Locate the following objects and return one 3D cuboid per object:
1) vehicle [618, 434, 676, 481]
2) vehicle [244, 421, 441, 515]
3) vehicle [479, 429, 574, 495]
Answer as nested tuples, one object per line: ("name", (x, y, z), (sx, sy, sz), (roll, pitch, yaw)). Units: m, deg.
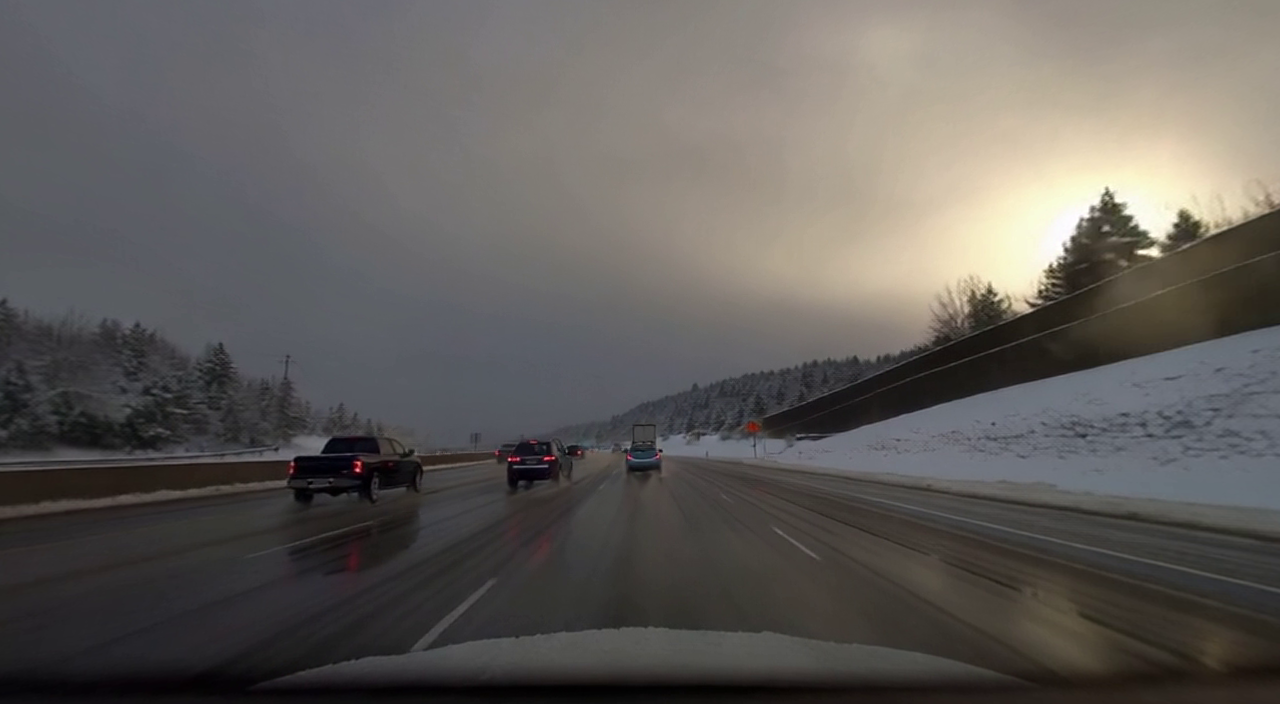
("vehicle", (0.248, 4.418, 26.605), (2.233, 1.804, 4.273), (0, -9, 0))
("vehicle", (-6.769, 2.718, 15.253), (2.108, 1.856, 5.214), (0, -9, 1))
("vehicle", (-3.436, 3.443, 20.055), (2.093, 1.820, 4.506), (0, -9, 1))
